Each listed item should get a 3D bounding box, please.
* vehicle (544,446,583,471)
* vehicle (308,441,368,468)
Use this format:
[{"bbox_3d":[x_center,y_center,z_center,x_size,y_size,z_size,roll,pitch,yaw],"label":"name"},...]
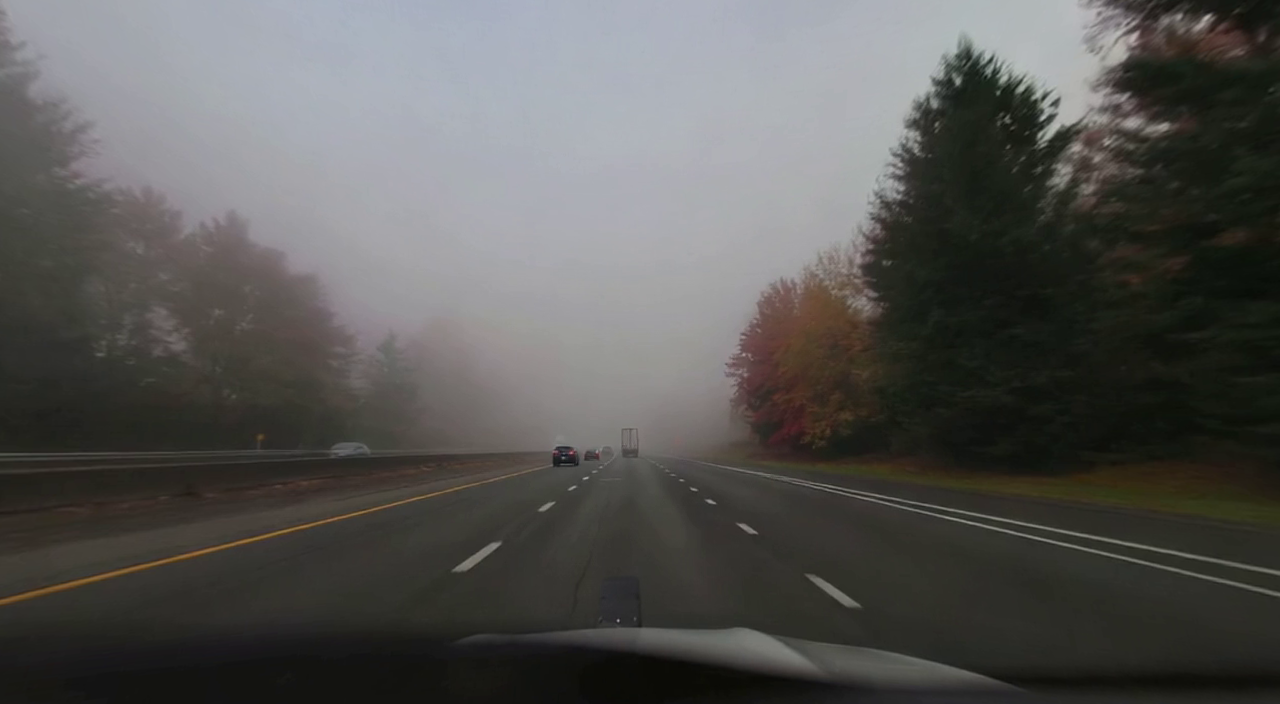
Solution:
[{"bbox_3d":[-4.651,6.536,38.615,1.963,1.475,3.665,0,-9,-1],"label":"vehicle"},{"bbox_3d":[-17.948,6.102,37.420,1.798,1.484,3.728,0,-9,-1],"label":"vehicle"}]
